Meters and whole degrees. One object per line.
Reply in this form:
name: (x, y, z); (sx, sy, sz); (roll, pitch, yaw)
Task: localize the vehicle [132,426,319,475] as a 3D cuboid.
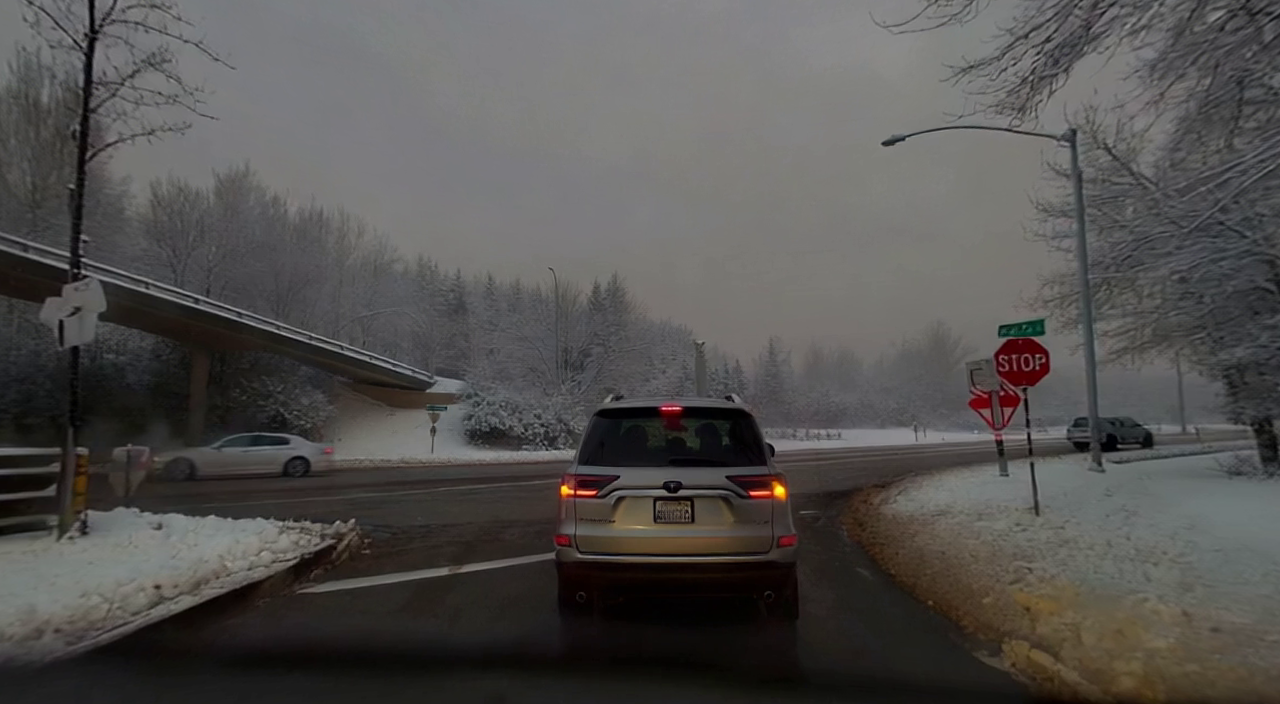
vehicle: (-13.825, 3.331, 21.440); (5.032, 1.497, 1.897); (5, -10, -29)

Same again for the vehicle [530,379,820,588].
vehicle: (0.338, 1.466, 7.710); (2.494, 1.804, 4.336); (0, -9, 1)

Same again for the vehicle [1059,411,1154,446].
vehicle: (24.350, 4.028, 32.909); (4.413, 1.717, 2.073); (4, -10, -27)
